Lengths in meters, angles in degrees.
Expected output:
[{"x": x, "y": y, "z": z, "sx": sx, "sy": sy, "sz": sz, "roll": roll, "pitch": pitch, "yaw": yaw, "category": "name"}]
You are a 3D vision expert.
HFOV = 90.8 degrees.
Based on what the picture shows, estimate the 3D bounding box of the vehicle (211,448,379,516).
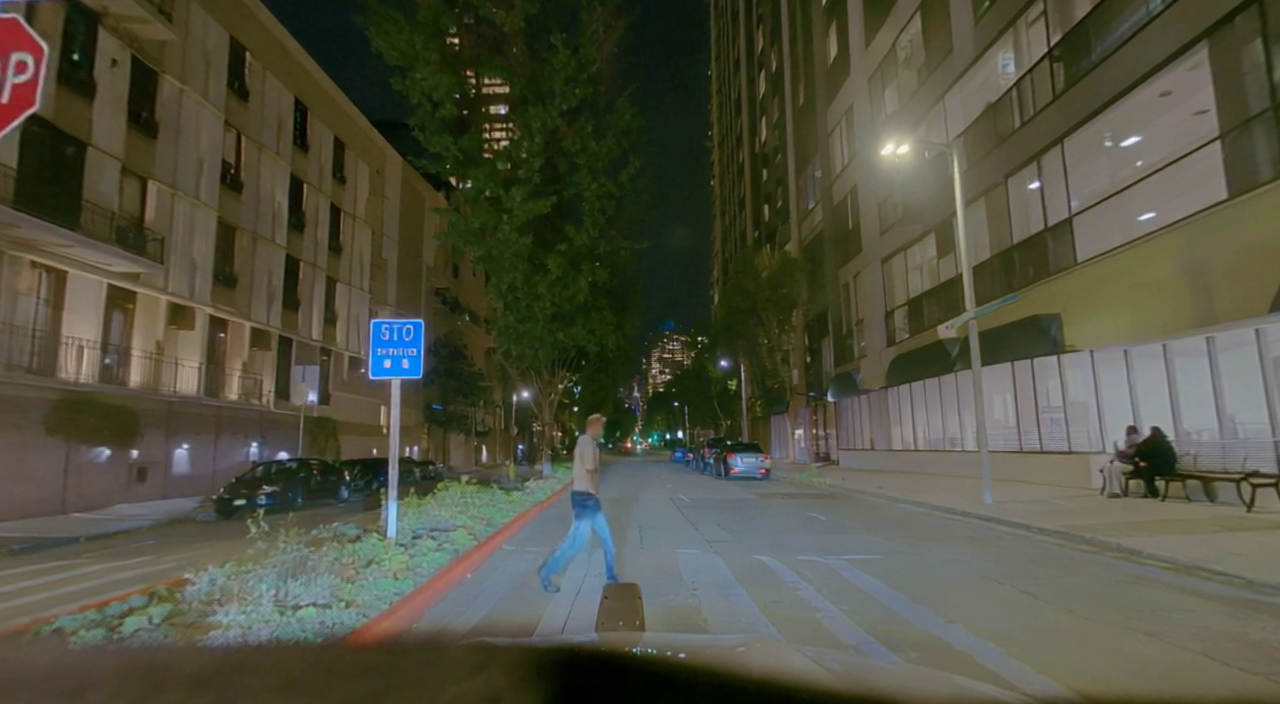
[{"x": -8.798, "y": 3.307, "z": 16.644, "sx": 2.007, "sy": 1.503, "sz": 4.343, "roll": 0, "pitch": -8, "yaw": -1, "category": "vehicle"}]

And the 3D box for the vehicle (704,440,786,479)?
[{"x": 4.586, "y": 4.567, "z": 27.108, "sx": 1.858, "sy": 1.491, "sz": 4.329, "roll": -5, "pitch": -10, "yaw": 33, "category": "vehicle"}]

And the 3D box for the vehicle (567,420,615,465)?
[{"x": -3.001, "y": 5.769, "z": 40.219, "sx": 2.317, "sy": 2.596, "sz": 6.053, "roll": 0, "pitch": -8, "yaw": 3, "category": "vehicle"}]

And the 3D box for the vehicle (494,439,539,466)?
[{"x": -8.854, "y": 7.260, "z": 45.733, "sx": 2.256, "sy": 1.802, "sz": 4.333, "roll": 0, "pitch": -8, "yaw": 2, "category": "vehicle"}]
